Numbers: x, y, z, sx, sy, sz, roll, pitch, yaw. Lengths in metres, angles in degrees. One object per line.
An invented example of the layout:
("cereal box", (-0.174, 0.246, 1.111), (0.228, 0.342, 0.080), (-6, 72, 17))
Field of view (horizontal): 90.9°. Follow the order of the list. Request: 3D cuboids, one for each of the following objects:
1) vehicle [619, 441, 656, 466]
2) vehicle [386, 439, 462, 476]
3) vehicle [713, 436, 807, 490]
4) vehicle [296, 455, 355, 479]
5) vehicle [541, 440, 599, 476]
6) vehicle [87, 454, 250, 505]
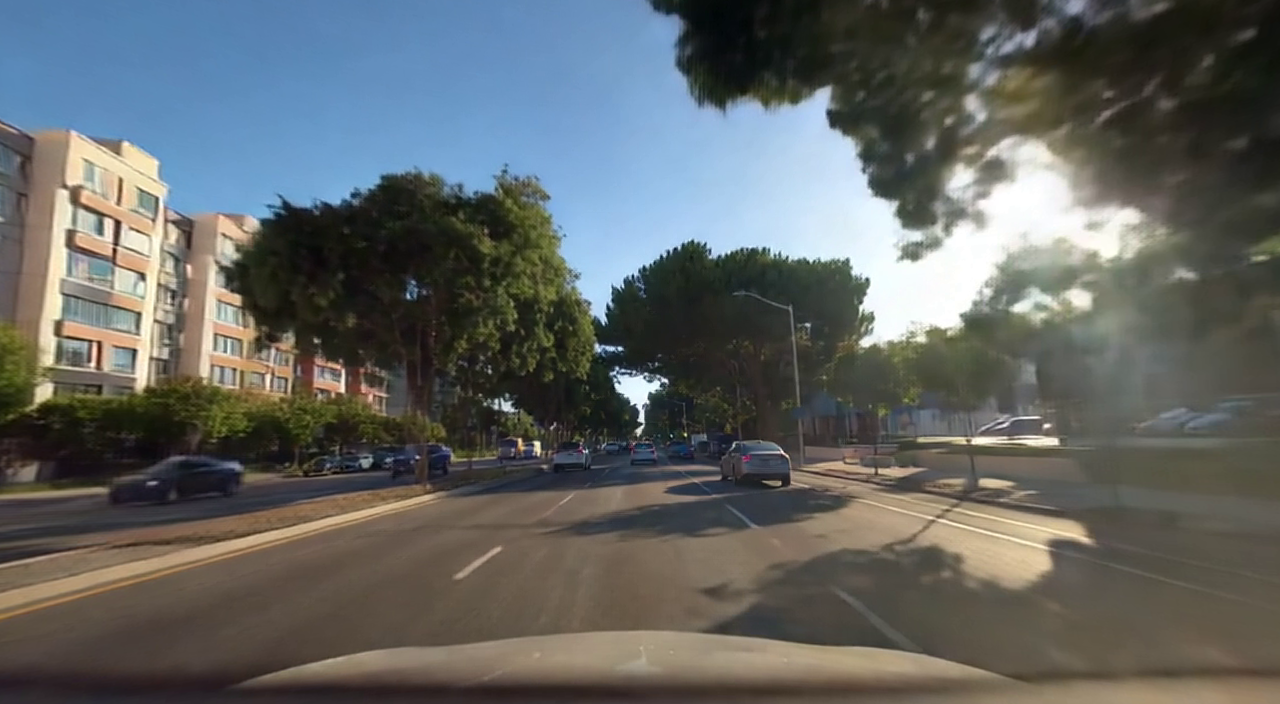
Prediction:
("vehicle", (-0.175, 6.169, 38.536), (2.101, 1.480, 3.929), (0, -8, -1))
("vehicle", (-12.298, 6.021, 36.447), (2.296, 1.941, 5.816), (-1, -8, 0))
("vehicle", (3.585, 3.399, 19.738), (1.990, 1.486, 4.431), (0, -8, -1))
("vehicle", (-22.459, 8.212, 45.247), (1.801, 1.467, 4.723), (0, -8, 0))
("vehicle", (-3.068, 4.754, 28.515), (2.082, 1.467, 4.379), (0, -8, 1))
("vehicle", (-16.005, 4.298, 21.793), (2.018, 1.465, 4.672), (0, -8, 0))
